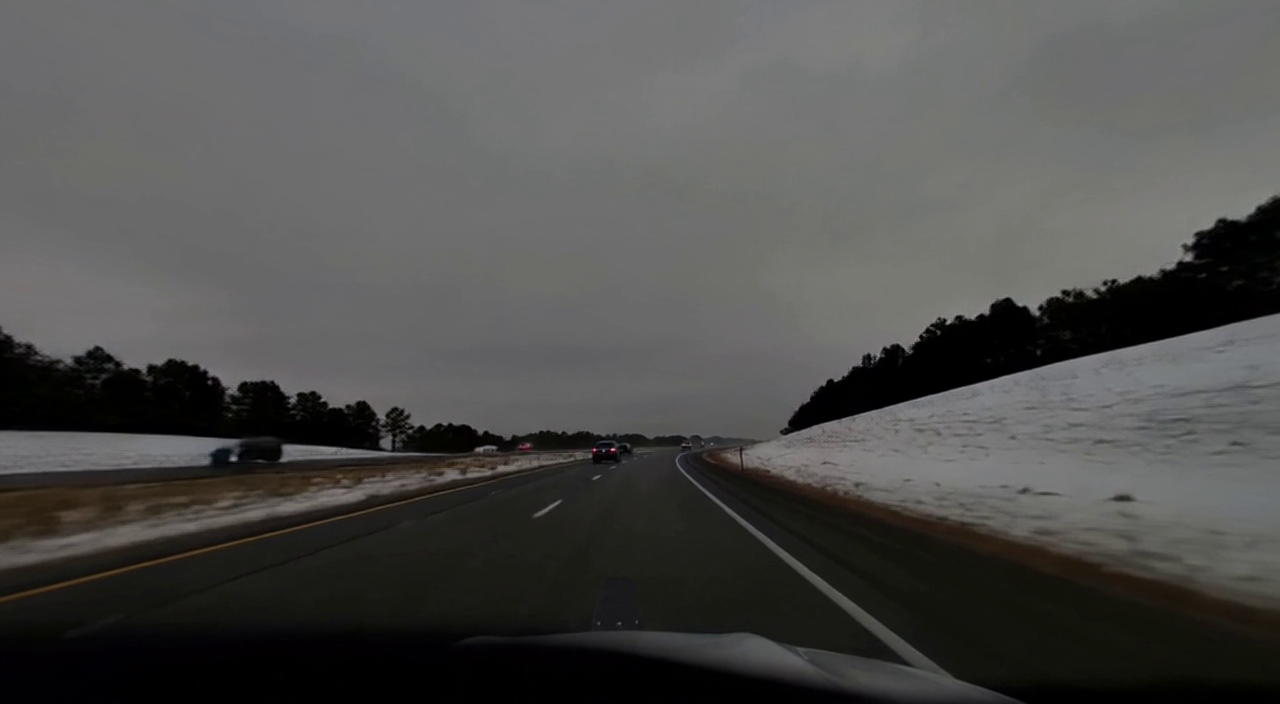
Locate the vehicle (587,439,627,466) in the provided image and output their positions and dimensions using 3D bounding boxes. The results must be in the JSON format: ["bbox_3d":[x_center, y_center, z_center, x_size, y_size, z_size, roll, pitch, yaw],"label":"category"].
[{"bbox_3d":[-2.177,6.836,43.210,2.252,1.743,4.560,-1,-8,3],"label":"vehicle"}]
